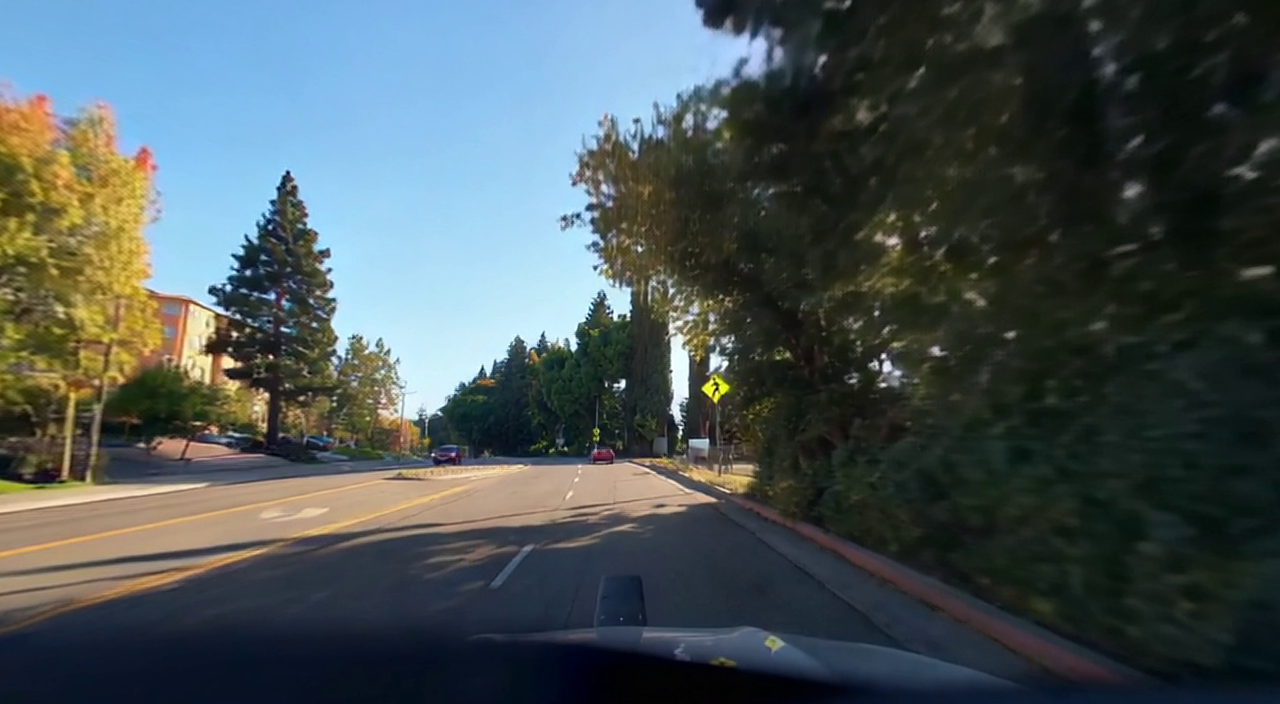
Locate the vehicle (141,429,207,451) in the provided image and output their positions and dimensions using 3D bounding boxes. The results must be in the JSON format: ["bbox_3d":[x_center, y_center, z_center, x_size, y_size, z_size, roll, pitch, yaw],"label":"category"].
[{"bbox_3d":[-36.599,6.929,49.642,4.083,1.464,1.747,-1,-15,14],"label":"vehicle"}]
